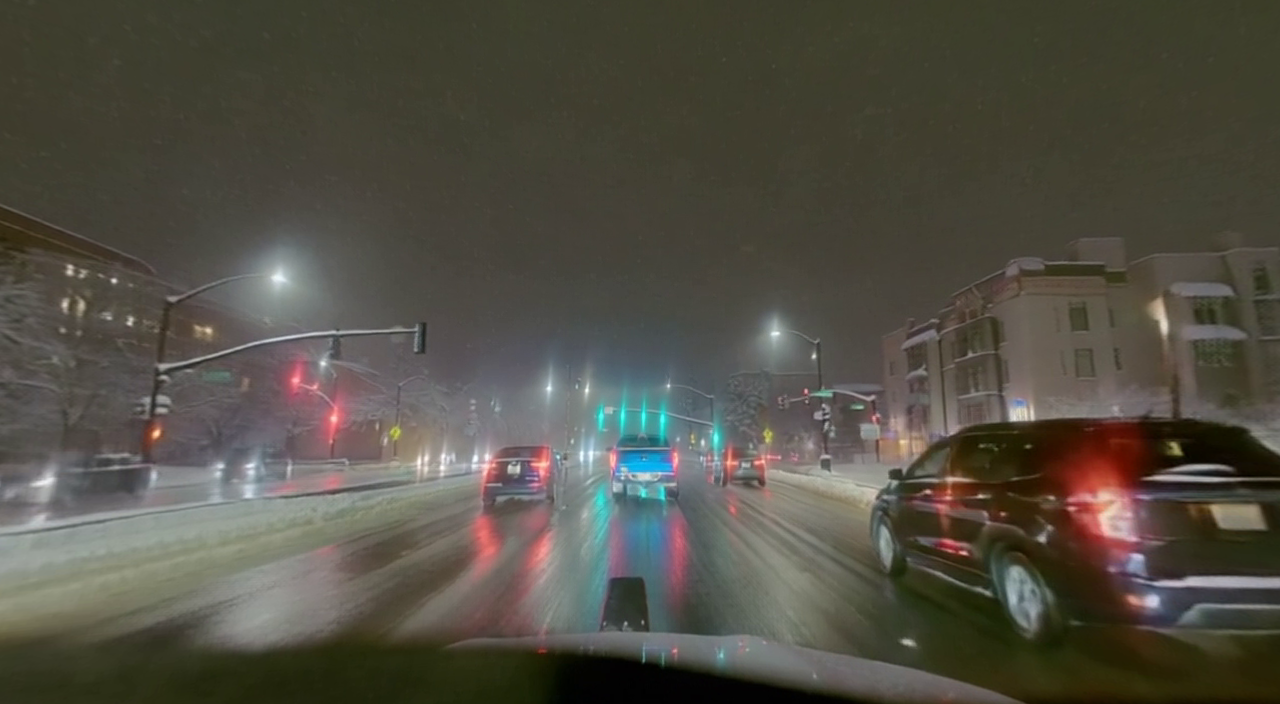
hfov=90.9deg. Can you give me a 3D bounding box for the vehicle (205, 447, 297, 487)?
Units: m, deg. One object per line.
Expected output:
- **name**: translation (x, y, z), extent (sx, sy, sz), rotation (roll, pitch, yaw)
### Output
- **vehicle**: translation (-17.816, 5.241, 29.120), extent (1.985, 1.642, 4.081), rotation (1, -9, -6)

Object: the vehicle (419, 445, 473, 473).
- **vehicle**: translation (-12.362, 6.804, 40.436), extent (2.054, 1.662, 4.384), rotation (0, -8, 0)

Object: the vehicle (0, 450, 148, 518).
- **vehicle**: translation (-15.230, 3.237, 15.884), extent (1.897, 1.461, 4.602), rotation (0, -8, 1)

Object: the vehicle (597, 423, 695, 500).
- **vehicle**: translation (0.125, 3.149, 18.564), extent (2.493, 1.934, 4.957), rotation (0, -8, 0)

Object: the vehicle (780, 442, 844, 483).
- **vehicle**: translation (8.778, 5.636, 32.571), extent (2.126, 1.820, 4.521), rotation (3, -8, 2)

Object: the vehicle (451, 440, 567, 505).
- **vehicle**: translation (-3.259, 3.104, 16.704), extent (1.986, 1.465, 4.509), rotation (0, -8, 2)

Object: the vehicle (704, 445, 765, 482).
- **vehicle**: translation (4.072, 4.875, 27.946), extent (1.968, 1.472, 4.456), rotation (0, -8, 0)

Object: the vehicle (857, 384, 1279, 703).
- **vehicle**: translation (3.399, 1.258, 4.890), extent (1.955, 1.628, 4.152), rotation (0, -8, 0)

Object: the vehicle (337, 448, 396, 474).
- **vehicle**: translation (-18.476, 7.365, 42.803), extent (2.025, 1.625, 4.527), rotation (0, -8, 0)
